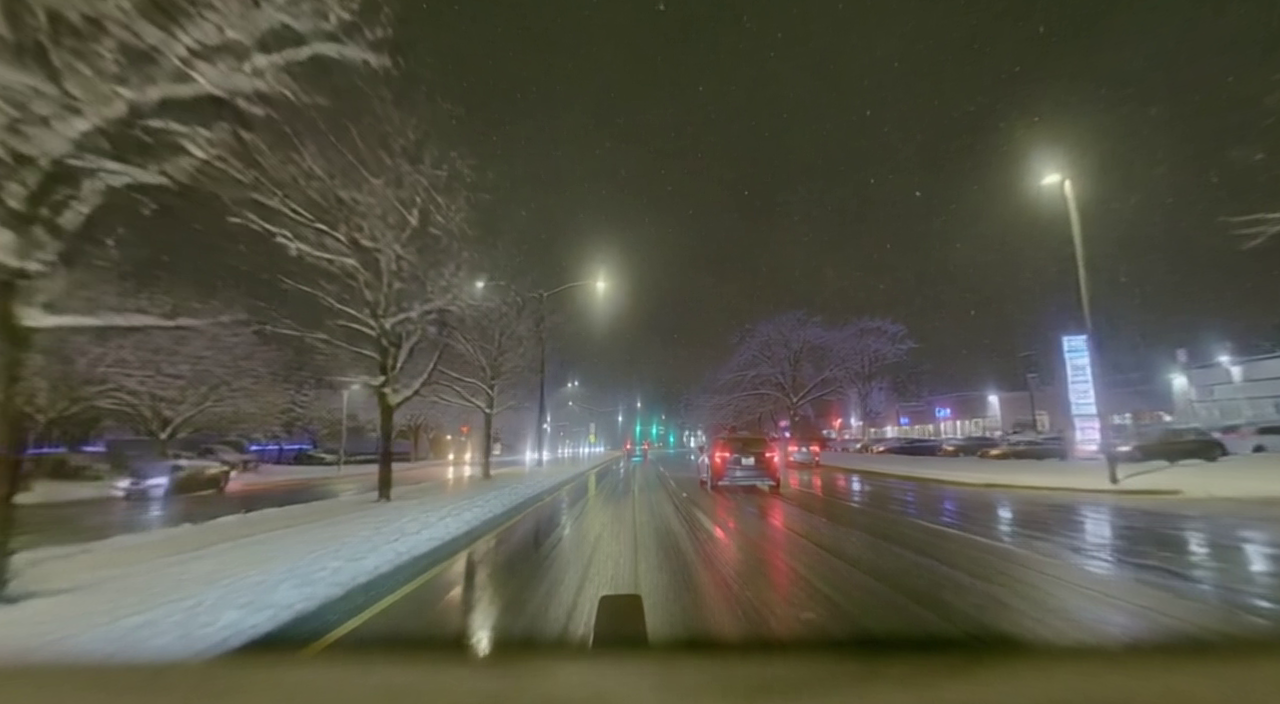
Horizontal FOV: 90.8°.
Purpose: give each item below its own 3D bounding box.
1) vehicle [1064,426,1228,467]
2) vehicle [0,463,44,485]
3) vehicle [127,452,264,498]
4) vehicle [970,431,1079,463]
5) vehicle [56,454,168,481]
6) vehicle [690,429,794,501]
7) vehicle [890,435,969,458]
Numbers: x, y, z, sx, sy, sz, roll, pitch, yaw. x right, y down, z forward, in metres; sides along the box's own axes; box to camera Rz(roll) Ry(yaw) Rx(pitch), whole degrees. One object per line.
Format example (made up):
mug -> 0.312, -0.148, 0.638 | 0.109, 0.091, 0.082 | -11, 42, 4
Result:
vehicle -> 19.556, 3.668, 24.590 | 4.584, 1.503, 1.942 | 0, -8, 2
vehicle -> -42.647, 8.163, 42.335 | 3.598, 1.432, 1.688 | 0, -8, 1
vehicle -> -16.386, 4.508, 23.638 | 1.927, 1.492, 4.347 | 0, -8, 0
vehicle -> 19.701, 4.883, 32.536 | 4.227, 1.567, 2.034 | 0, -8, 1
vehicle -> -29.287, 6.415, 35.176 | 4.340, 1.422, 1.976 | 1, -8, -5
vehicle -> 2.563, 2.955, 16.939 | 1.963, 1.677, 4.229 | 0, -8, -1
vehicle -> 19.799, 6.477, 43.325 | 4.518, 1.501, 1.902 | 0, -8, 0
